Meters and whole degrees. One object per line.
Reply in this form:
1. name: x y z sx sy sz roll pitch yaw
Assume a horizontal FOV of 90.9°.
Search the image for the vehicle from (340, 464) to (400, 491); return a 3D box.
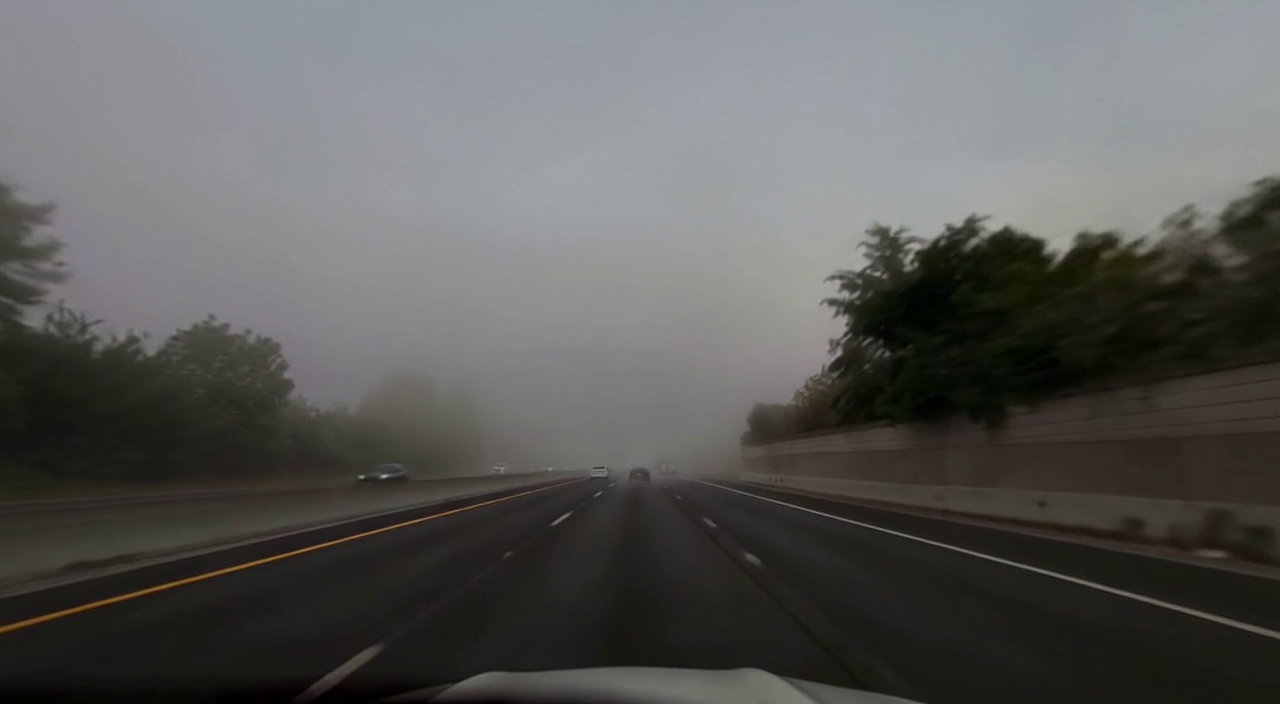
1. vehicle: -16.212 7.523 38.012 1.886 1.498 3.705 1 -10 0
